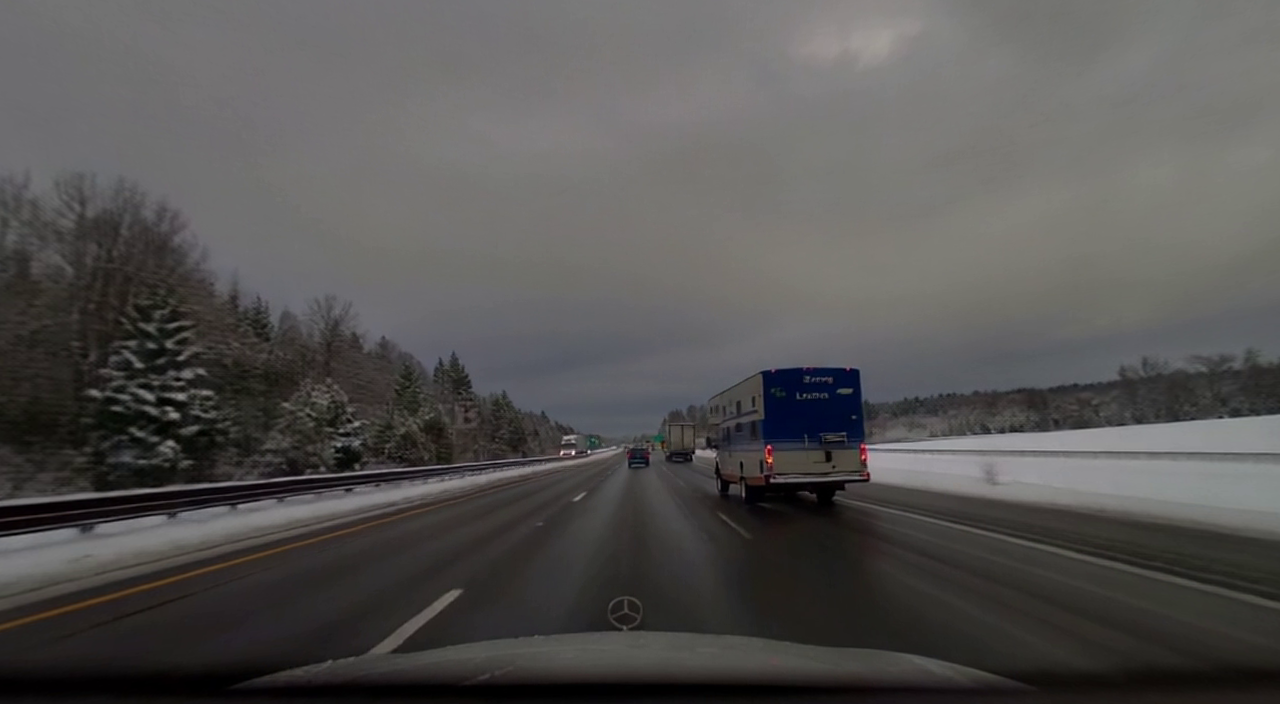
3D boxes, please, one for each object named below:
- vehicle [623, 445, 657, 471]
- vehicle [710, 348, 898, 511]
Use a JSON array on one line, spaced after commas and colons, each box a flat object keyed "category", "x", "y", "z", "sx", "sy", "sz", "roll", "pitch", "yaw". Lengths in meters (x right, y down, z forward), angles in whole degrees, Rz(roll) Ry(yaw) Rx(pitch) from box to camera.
[{"category": "vehicle", "x": 0.028, "y": 7.098, "z": 42.279, "sx": 2.151, "sy": 1.678, "sz": 3.923, "roll": 0, "pitch": -9, "yaw": 0}, {"category": "vehicle", "x": 4.008, "y": 2.330, "z": 18.051, "sx": 2.931, "sy": 3.530, "sz": 8.760, "roll": 0, "pitch": -9, "yaw": 0}]
